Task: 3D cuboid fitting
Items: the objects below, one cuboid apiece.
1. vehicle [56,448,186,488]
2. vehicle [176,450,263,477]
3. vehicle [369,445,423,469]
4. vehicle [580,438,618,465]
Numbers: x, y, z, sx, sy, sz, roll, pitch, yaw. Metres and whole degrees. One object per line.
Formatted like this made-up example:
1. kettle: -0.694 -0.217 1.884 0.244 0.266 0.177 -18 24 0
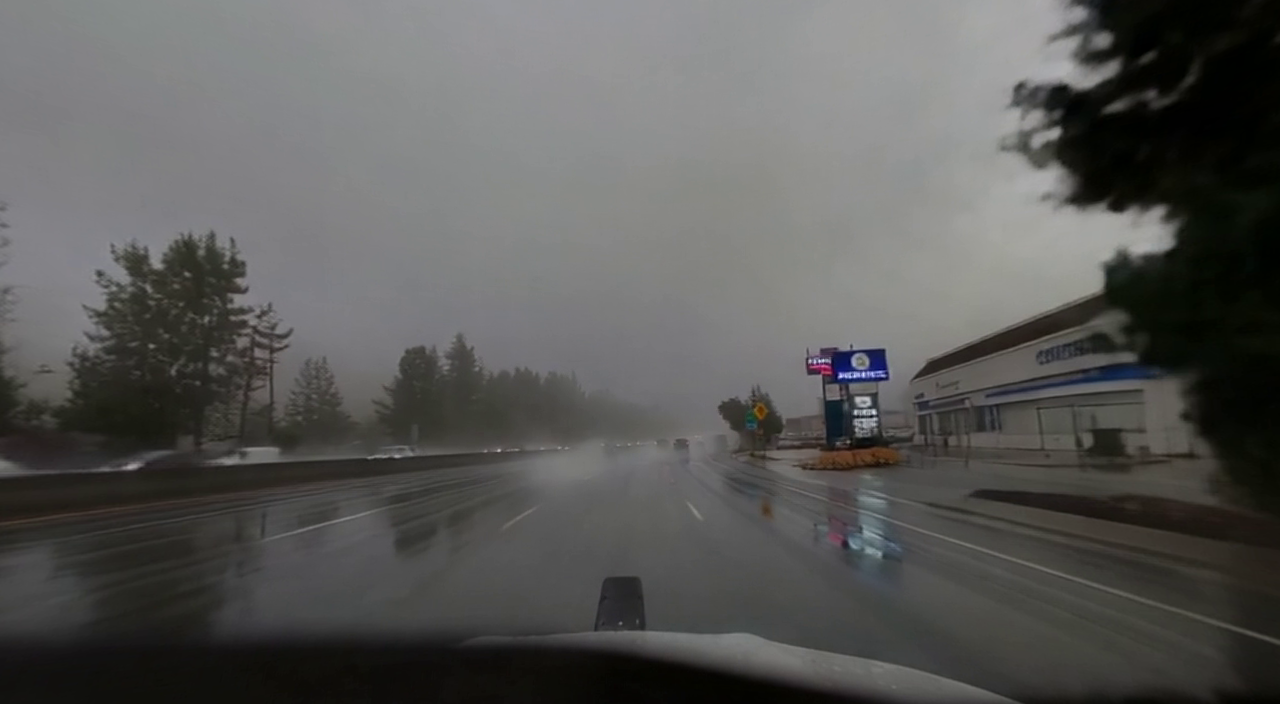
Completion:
1. vehicle: -25.529 5.687 31.375 2.032 1.773 5.009 -1 -9 2
2. vehicle: -29.122 7.690 44.000 2.016 1.734 5.503 -1 -9 3
3. vehicle: -17.706 7.638 46.116 1.958 1.678 4.390 -1 -9 4
4. vehicle: -2.738 6.803 43.334 2.139 1.782 4.079 -1 -9 3
